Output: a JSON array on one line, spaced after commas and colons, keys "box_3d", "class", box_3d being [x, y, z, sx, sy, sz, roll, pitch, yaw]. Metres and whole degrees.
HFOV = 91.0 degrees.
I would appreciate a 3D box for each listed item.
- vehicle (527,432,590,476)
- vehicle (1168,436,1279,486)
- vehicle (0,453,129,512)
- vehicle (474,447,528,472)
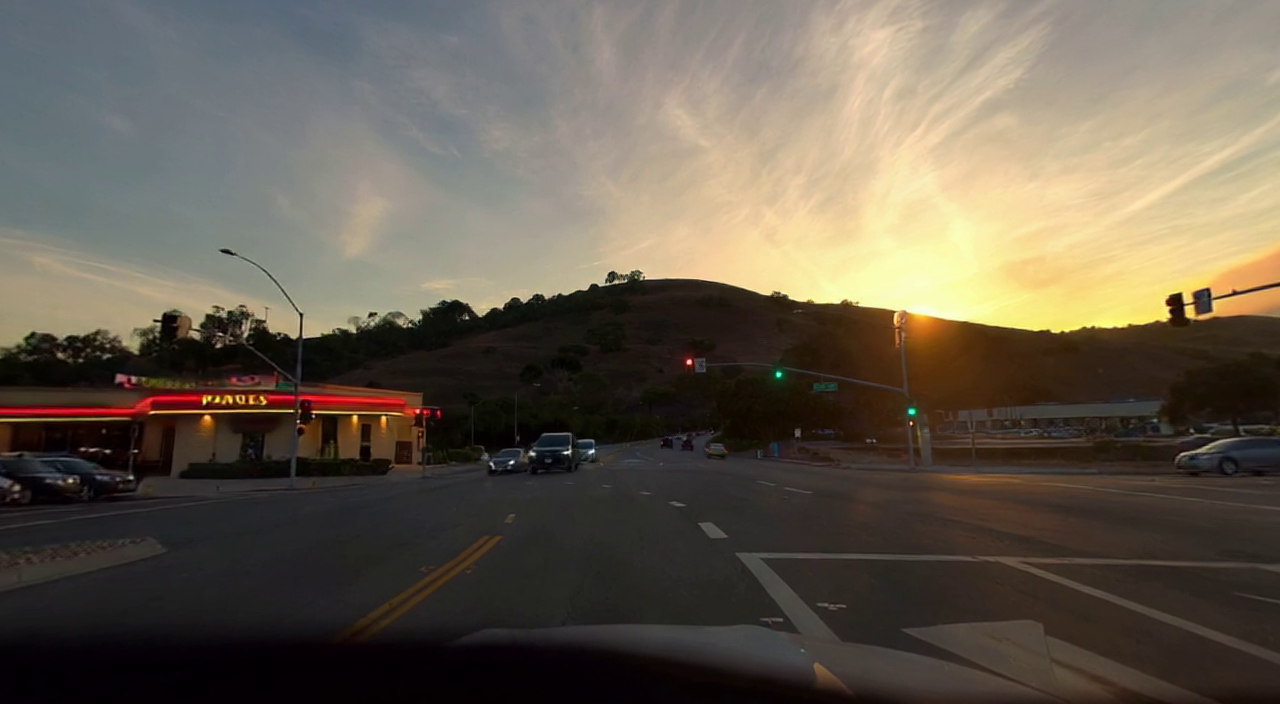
[{"box_3d": [-4.303, 5.508, 34.306, 2.662, 2.197, 5.454, 0, -8, 1], "class": "vehicle"}, {"box_3d": [25.052, 4.467, 26.064, 4.546, 1.944, 2.051, 1, -9, -5], "class": "vehicle"}, {"box_3d": [-19.809, 4.198, 20.524, 4.440, 1.748, 2.033, 0, -9, 1], "class": "vehicle"}, {"box_3d": [-10.466, 8.113, 47.733, 2.069, 1.706, 4.336, -3, -9, 17], "class": "vehicle"}]
